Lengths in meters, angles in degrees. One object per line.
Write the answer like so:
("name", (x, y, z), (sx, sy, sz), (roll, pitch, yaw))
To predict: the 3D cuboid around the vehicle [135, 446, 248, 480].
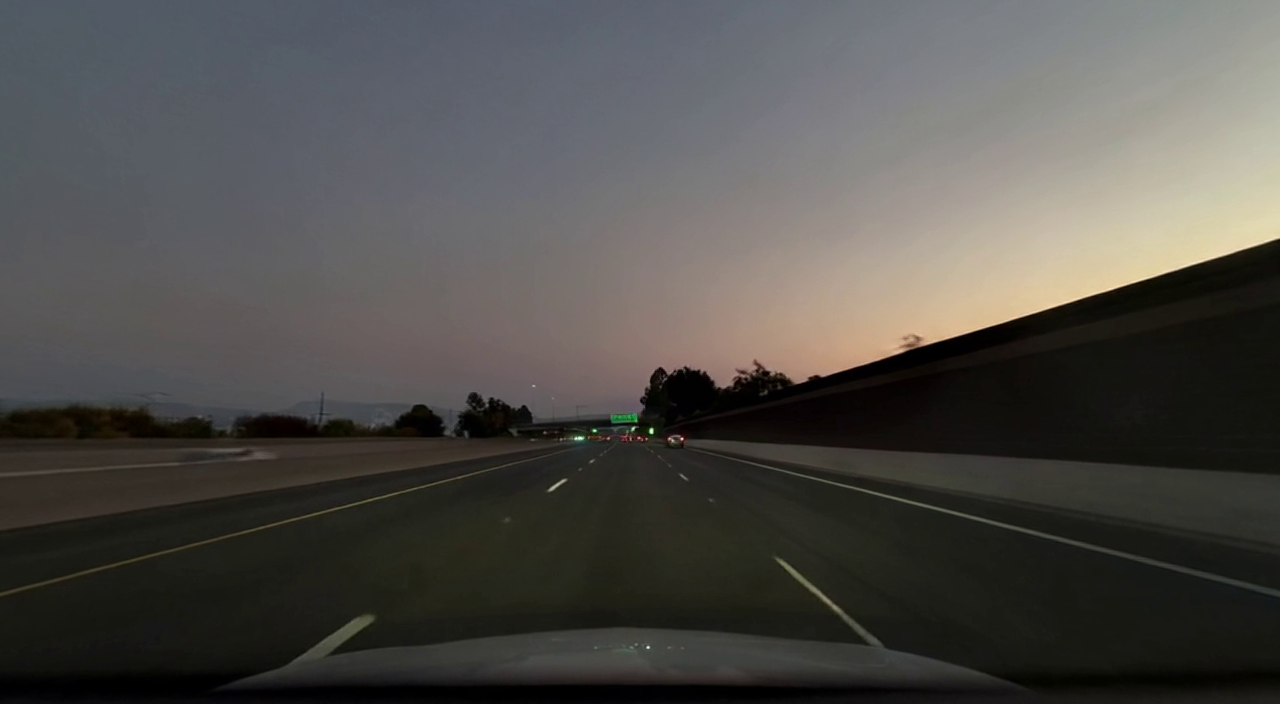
("vehicle", (-23.221, 5.738, 32.864), (2.297, 1.572, 4.953), (-1, -8, -1))
